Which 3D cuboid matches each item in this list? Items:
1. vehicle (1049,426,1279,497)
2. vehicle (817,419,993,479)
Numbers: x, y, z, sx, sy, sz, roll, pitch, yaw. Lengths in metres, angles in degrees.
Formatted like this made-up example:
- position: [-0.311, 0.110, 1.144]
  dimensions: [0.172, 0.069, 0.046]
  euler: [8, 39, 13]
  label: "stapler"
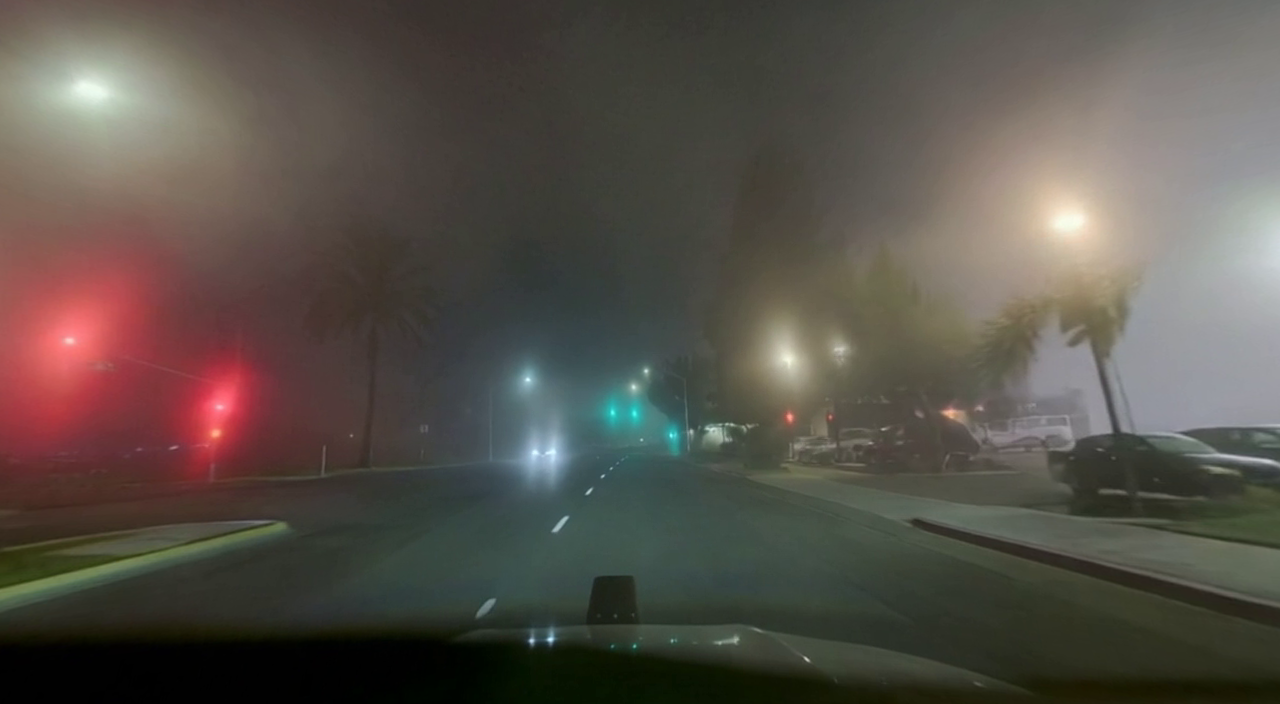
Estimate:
- position: [12.888, 2.576, 15.099]
  dimensions: [4.872, 1.455, 1.896]
  euler: [-1, -8, -2]
  label: "vehicle"
- position: [10.312, 3.864, 25.061]
  dimensions: [5.779, 2.039, 2.450]
  euler: [-2, -9, 1]
  label: "vehicle"
